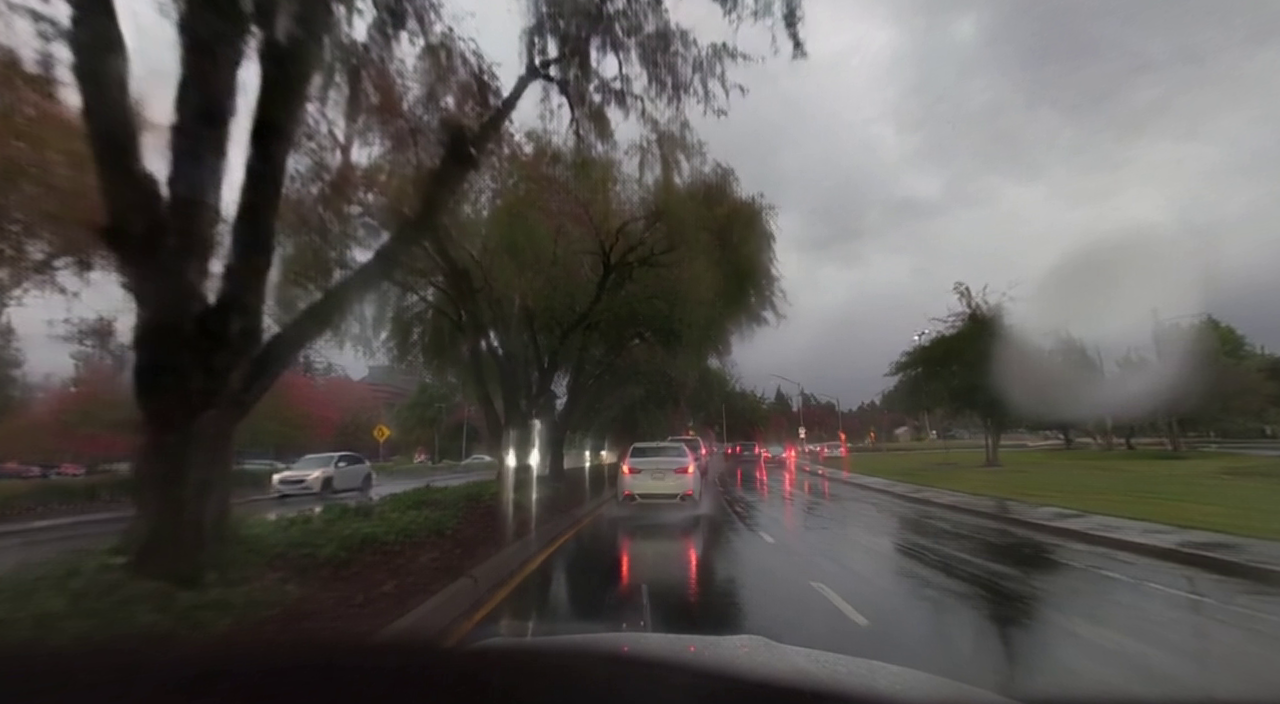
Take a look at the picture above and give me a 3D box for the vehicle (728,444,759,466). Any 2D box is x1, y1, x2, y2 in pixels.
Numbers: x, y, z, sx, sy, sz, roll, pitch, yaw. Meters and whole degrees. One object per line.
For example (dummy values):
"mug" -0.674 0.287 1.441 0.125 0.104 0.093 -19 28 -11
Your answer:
"vehicle" 7.345 7.317 45.088 1.984 1.507 4.359 -2 -8 7

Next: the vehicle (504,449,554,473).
"vehicle" -7.686 7.569 44.166 2.027 1.511 4.711 -2 -8 9

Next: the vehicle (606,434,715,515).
"vehicle" 0.560 2.723 14.565 2.154 1.585 3.997 -1 -8 5

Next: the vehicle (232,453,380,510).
"vehicle" -10.094 3.904 19.545 1.909 1.468 4.597 -1 -8 3
